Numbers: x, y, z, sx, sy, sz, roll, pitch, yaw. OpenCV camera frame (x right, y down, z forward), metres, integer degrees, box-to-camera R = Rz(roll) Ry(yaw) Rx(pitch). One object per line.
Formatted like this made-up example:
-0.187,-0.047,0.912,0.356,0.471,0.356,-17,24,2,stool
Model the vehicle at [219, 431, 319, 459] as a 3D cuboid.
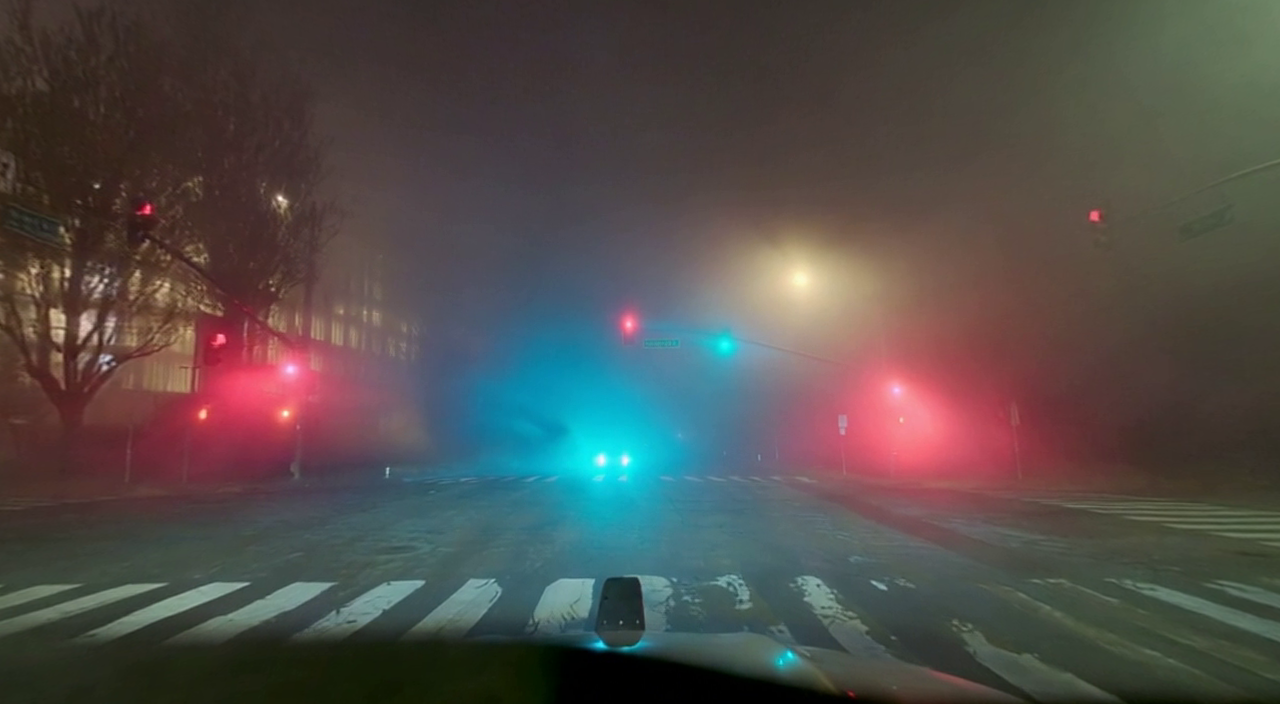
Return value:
-22.386,5.637,38.249,4.765,1.593,1.891,1,-9,-7,vehicle
